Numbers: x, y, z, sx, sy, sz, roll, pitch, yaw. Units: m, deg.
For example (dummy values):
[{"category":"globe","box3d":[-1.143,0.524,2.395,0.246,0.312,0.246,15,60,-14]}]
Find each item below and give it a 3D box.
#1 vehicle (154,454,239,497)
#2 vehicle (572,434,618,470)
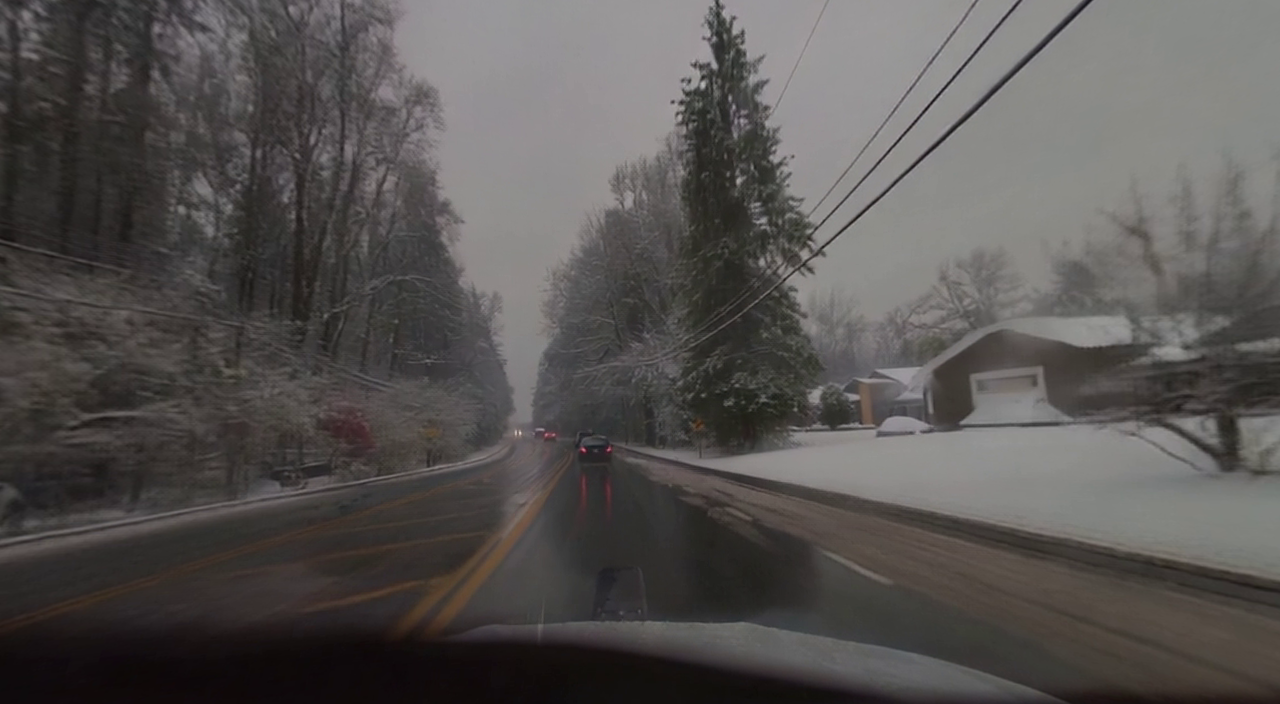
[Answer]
[{"category":"vehicle","box3d":[-24.405,6.755,35.036,2.076,2.085,5.241,1,-8,-15]},{"category":"vehicle","box3d":[-2.394,5.135,32.699,2.216,1.708,4.110,0,-8,-6]}]
